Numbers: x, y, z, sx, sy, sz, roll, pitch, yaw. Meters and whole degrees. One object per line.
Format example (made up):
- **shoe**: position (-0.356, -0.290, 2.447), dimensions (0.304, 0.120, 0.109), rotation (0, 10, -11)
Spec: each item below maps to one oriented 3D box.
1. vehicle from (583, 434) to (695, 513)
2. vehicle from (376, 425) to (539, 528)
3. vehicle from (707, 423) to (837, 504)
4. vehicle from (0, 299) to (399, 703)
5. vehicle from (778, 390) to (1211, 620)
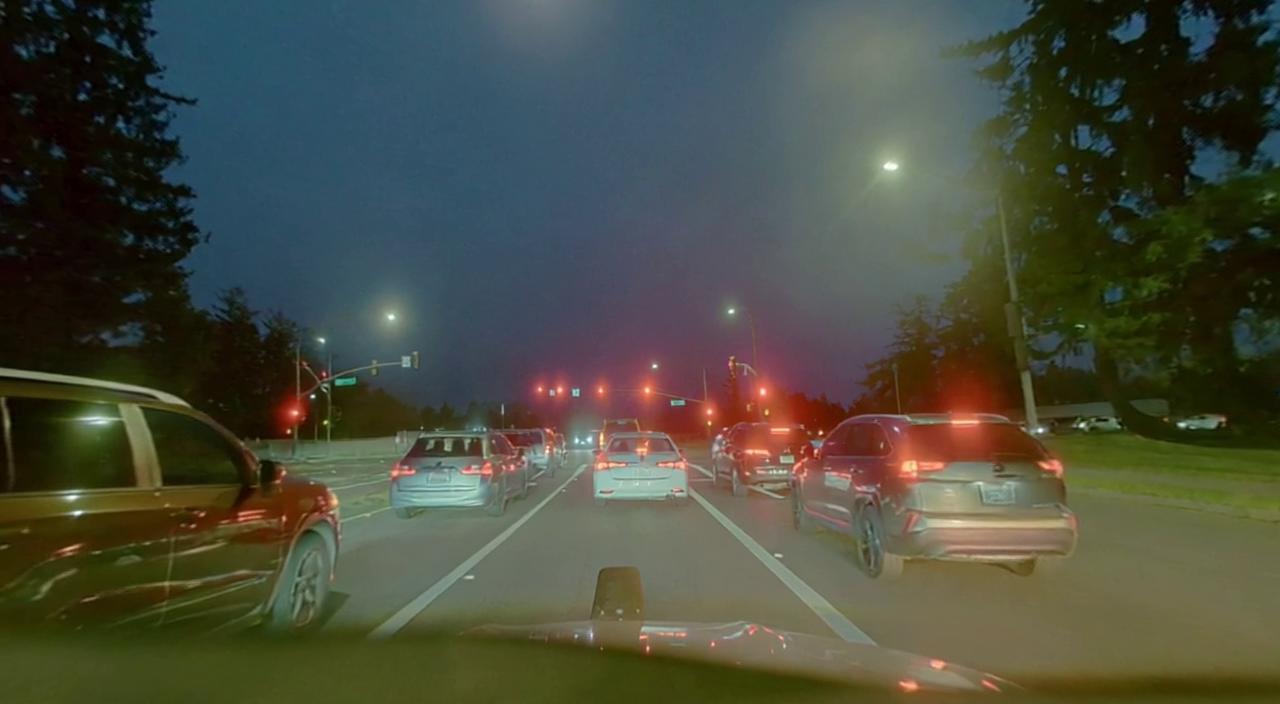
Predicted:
- **vehicle**: position (-0.088, 2.540, 13.642), dimensions (2.076, 1.438, 3.770), rotation (0, -8, -2)
- **vehicle**: position (-3.135, 2.219, 11.844), dimensions (1.896, 1.546, 4.378), rotation (0, -8, -2)
- **vehicle**: position (2.978, 2.634, 15.234), dimensions (2.106, 1.667, 4.101), rotation (0, -8, -2)
- **vehicle**: position (-3.257, 0.915, 3.523), dimensions (2.079, 1.756, 4.676), rotation (0, -8, -2)
- **vehicle**: position (3.128, 1.446, 6.924), dimensions (2.074, 1.685, 4.387), rotation (0, -8, -2)
